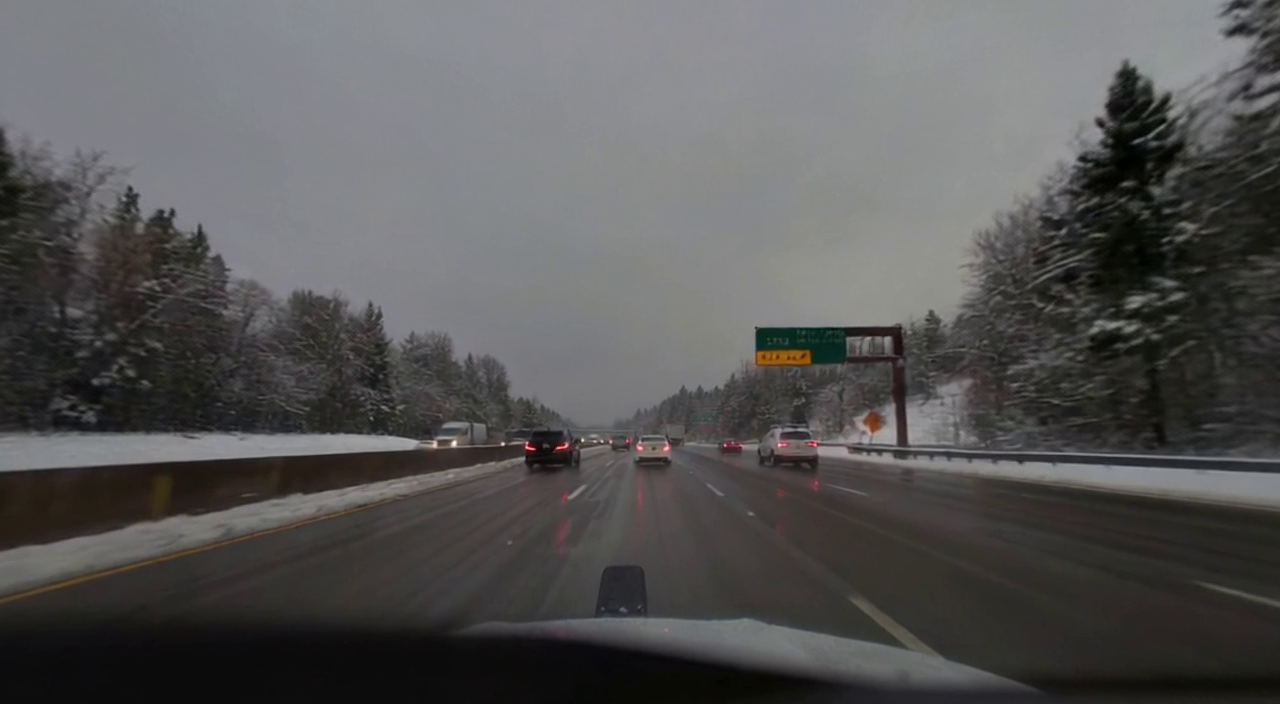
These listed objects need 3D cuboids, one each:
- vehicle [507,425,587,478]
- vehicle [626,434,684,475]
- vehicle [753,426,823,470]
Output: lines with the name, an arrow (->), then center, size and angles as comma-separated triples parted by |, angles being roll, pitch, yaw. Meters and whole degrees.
vehicle -> -3.230, 3.575, 22.826 | 2.140, 1.720, 4.410 | 0, -8, 1
vehicle -> 0.550, 4.001, 24.817 | 2.071, 1.464, 4.162 | 0, -8, 1
vehicle -> 6.960, 4.593, 30.308 | 2.094, 1.916, 5.099 | 0, -8, 0
